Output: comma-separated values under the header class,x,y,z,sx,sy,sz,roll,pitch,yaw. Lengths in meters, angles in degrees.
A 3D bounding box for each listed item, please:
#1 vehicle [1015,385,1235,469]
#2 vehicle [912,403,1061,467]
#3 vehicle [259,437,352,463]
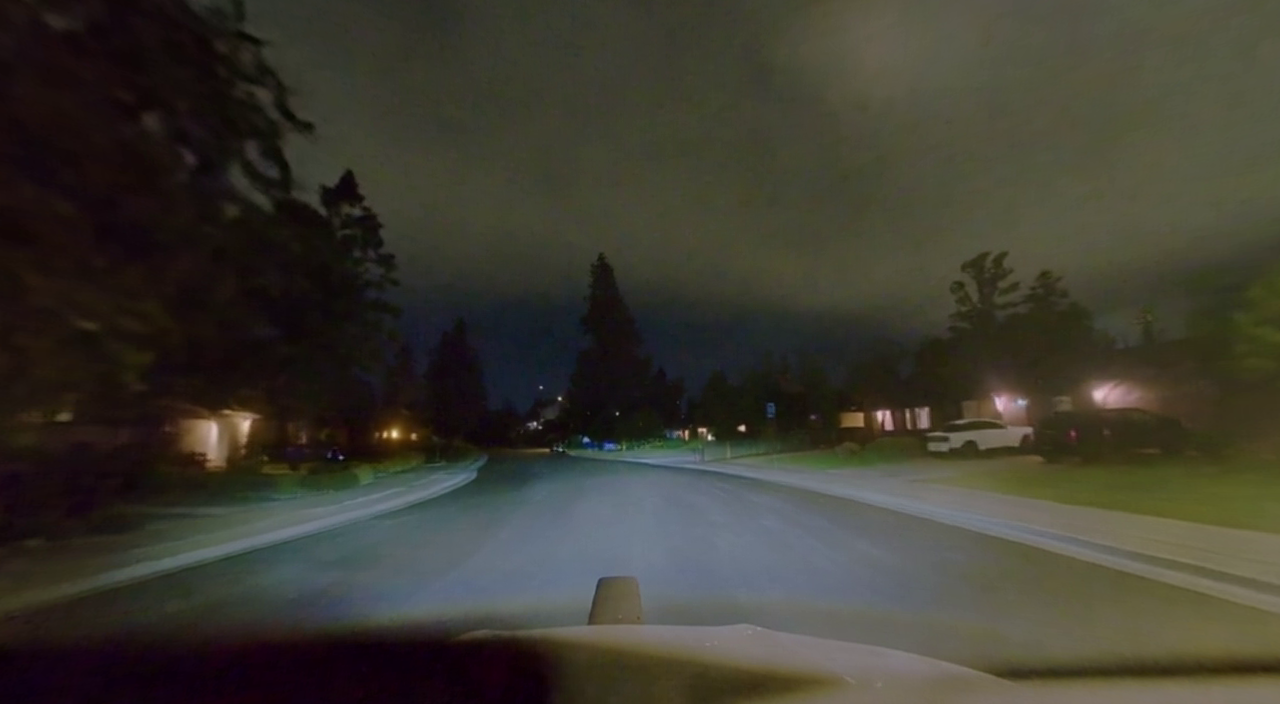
class,x,y,z,sx,sy,sz,roll,pitch,yaw
vehicle,12.954,2.023,17.054,4.421,1.703,1.927,-5,-8,-7
vehicle,12.160,2.909,22.263,4.149,1.596,1.890,-6,-7,-12
vehicle,-20.703,6.111,39.307,4.654,1.457,1.986,3,-10,-10
